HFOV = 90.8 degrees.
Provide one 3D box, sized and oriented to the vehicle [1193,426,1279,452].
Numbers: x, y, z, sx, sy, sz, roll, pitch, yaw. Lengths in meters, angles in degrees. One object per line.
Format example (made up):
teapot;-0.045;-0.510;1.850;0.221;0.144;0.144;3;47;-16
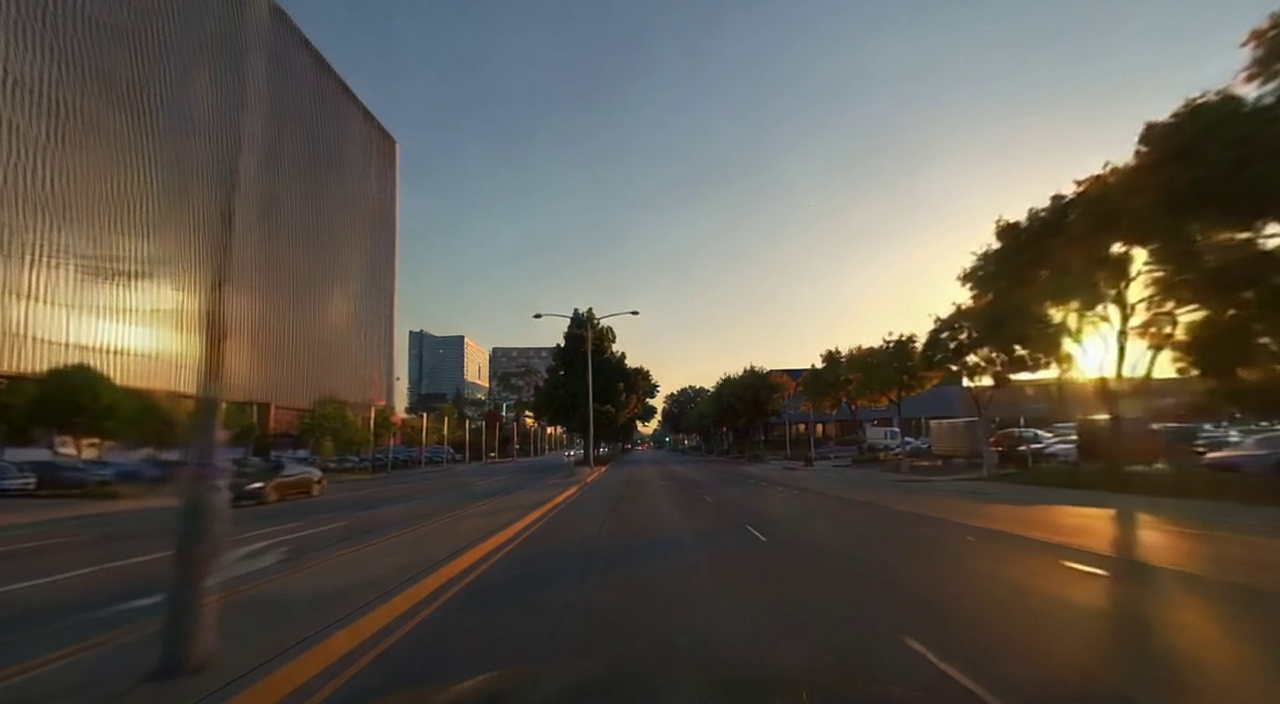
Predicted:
vehicle;41.276;5.999;43.341;4.658;1.705;2.148;0;-9;-2

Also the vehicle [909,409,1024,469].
vehicle;19.304;5.397;38.151;2.630;3.176;8.459;-1;-10;2

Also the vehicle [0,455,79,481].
vehicle;-41.926;8.003;43.955;1.824;1.570;4.239;2;-8;0

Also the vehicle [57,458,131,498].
vehicle;-26.811;6.152;31.188;1.969;1.682;4.542;5;-10;-31

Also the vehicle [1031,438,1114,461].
vehicle;31.598;7.144;46.250;4.505;1.450;2.051;-3;-10;-1

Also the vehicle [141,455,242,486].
vehicle;-27.869;7.325;39.415;4.879;1.724;2.086;6;-10;-34
